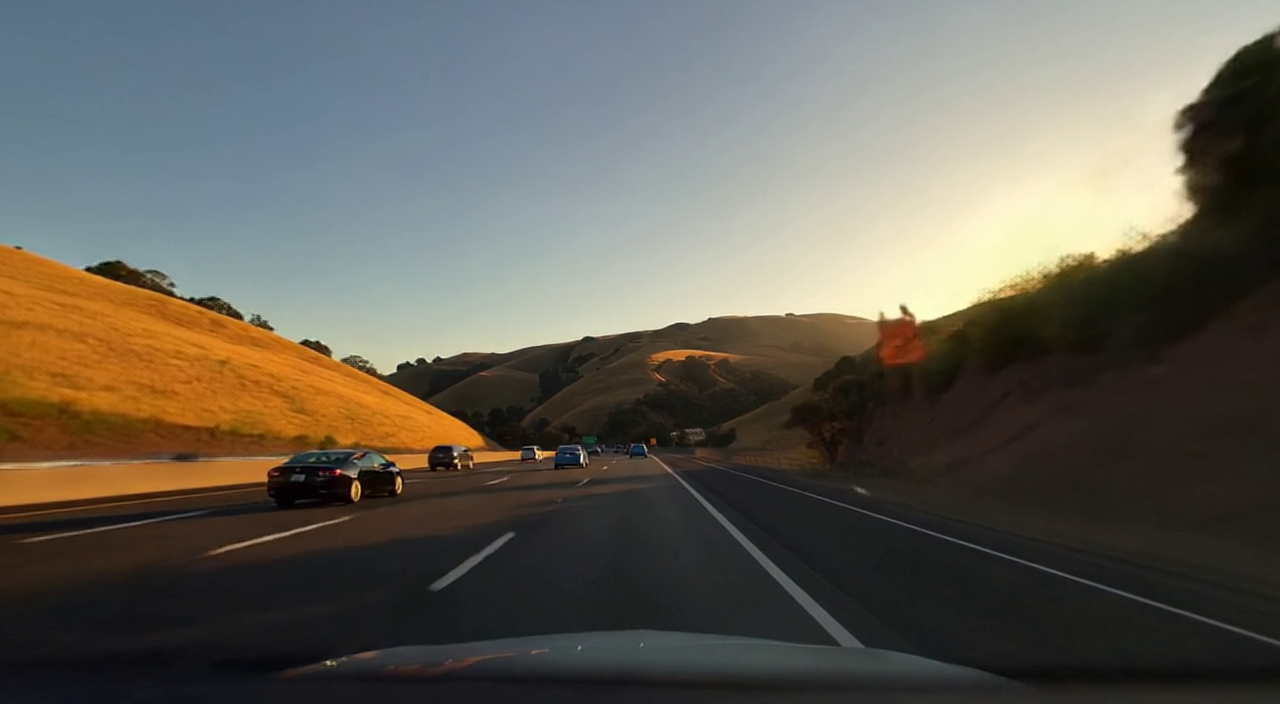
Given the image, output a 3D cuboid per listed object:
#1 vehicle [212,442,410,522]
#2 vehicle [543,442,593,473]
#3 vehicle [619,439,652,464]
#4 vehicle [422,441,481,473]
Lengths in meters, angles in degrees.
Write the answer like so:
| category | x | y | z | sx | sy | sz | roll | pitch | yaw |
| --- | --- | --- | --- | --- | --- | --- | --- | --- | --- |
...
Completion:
| category | x | y | z | sx | sy | sz | roll | pitch | yaw |
| --- | --- | --- | --- | --- | --- | --- | --- | --- | --- |
| vehicle | -6.860 | 2.709 | 13.811 | 1.991 | 1.441 | 4.265 | 0 | -8 | 1 |
| vehicle | -3.841 | 5.703 | 34.449 | 2.144 | 1.505 | 4.649 | 0 | -8 | 0 |
| vehicle | -0.336 | 6.989 | 44.654 | 2.225 | 1.674 | 4.044 | 0 | -8 | -1 |
| vehicle | -11.061 | 6.142 | 37.322 | 2.025 | 1.750 | 4.505 | 0 | -8 | 1 |
